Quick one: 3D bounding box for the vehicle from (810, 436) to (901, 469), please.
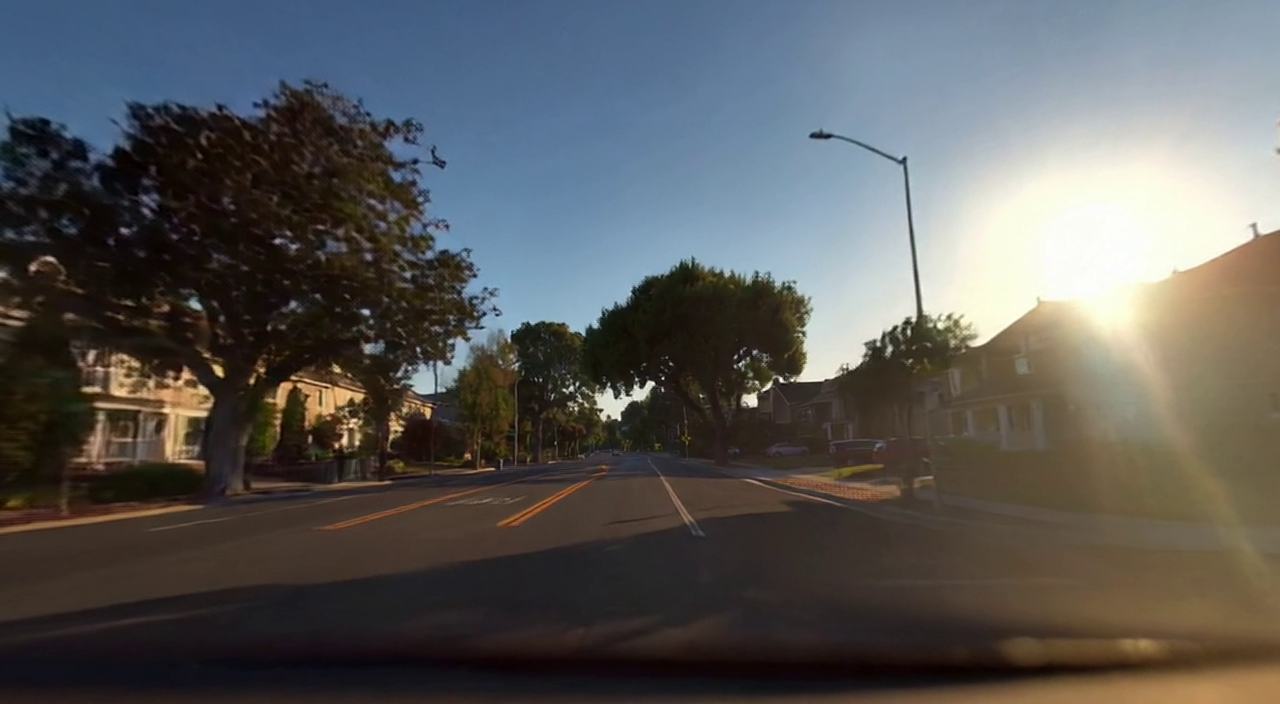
[{"bbox_3d":[13.136,6.161,38.783,4.912,1.895,2.047,-1,-8,7],"label":"vehicle"}]
